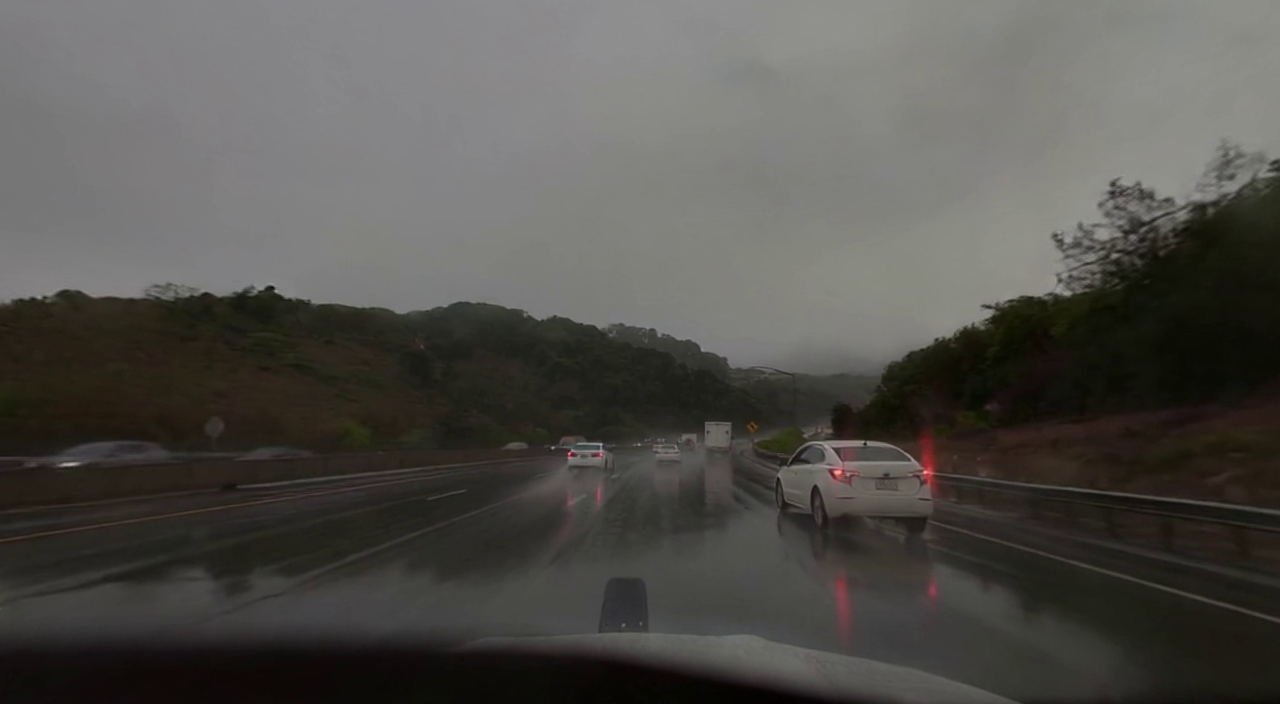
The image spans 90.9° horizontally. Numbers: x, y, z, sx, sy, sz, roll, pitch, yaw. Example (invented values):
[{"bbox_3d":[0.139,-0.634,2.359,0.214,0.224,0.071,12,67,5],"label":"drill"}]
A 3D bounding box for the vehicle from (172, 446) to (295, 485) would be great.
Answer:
[{"bbox_3d":[-16.414,4.593,25.807,1.880,1.422,4.410,-1,-8,4],"label":"vehicle"}]

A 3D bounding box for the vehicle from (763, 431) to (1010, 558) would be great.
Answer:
[{"bbox_3d":[3.307,1.987,9.575,2.013,1.464,4.317,0,-8,0],"label":"vehicle"}]

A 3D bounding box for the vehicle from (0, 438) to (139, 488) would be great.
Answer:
[{"bbox_3d":[-19.810,3.722,21.512,1.789,1.520,4.258,-1,-8,3],"label":"vehicle"}]

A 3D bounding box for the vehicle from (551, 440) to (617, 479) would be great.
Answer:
[{"bbox_3d":[-2.232,4.455,26.467,2.031,1.491,4.792,-1,-8,4],"label":"vehicle"}]

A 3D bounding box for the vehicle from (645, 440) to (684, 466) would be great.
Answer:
[{"bbox_3d":[1.524,6.115,38.197,2.202,1.467,3.929,-1,-8,4],"label":"vehicle"}]
